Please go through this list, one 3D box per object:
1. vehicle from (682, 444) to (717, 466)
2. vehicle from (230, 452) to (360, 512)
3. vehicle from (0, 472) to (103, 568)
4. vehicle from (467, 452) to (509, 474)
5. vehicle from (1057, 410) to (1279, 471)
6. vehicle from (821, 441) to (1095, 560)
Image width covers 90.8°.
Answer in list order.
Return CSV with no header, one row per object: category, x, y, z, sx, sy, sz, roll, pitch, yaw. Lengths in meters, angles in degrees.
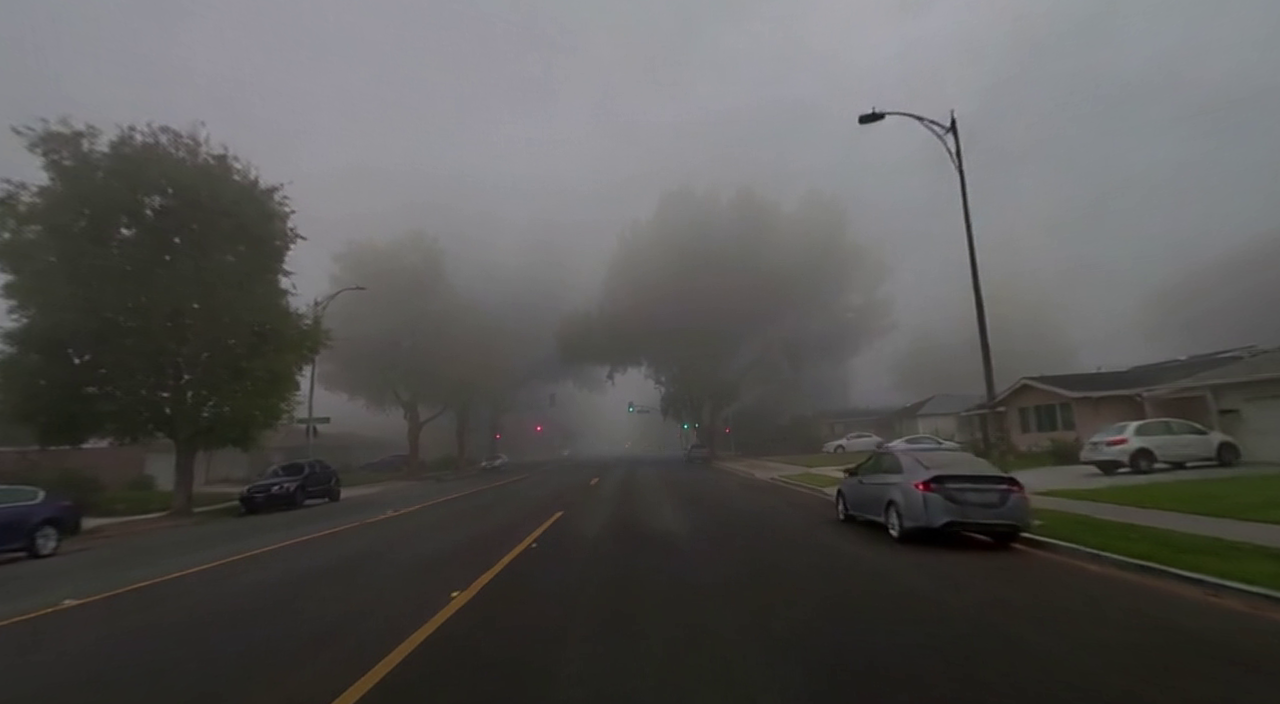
vehicle,4.283,7.503,46.309,1.963,1.477,4.804,0,-9,-1
vehicle,-11.416,4.271,21.325,1.977,1.753,4.278,0,-8,0
vehicle,-11.350,2.751,10.079,1.867,1.471,4.139,0,-9,1
vehicle,-11.774,8.608,49.221,2.029,1.550,4.562,-1,-8,1
vehicle,14.491,2.440,17.347,4.660,1.546,1.916,0,-8,0
vehicle,4.536,2.150,9.952,2.063,1.444,4.217,0,-8,-1
